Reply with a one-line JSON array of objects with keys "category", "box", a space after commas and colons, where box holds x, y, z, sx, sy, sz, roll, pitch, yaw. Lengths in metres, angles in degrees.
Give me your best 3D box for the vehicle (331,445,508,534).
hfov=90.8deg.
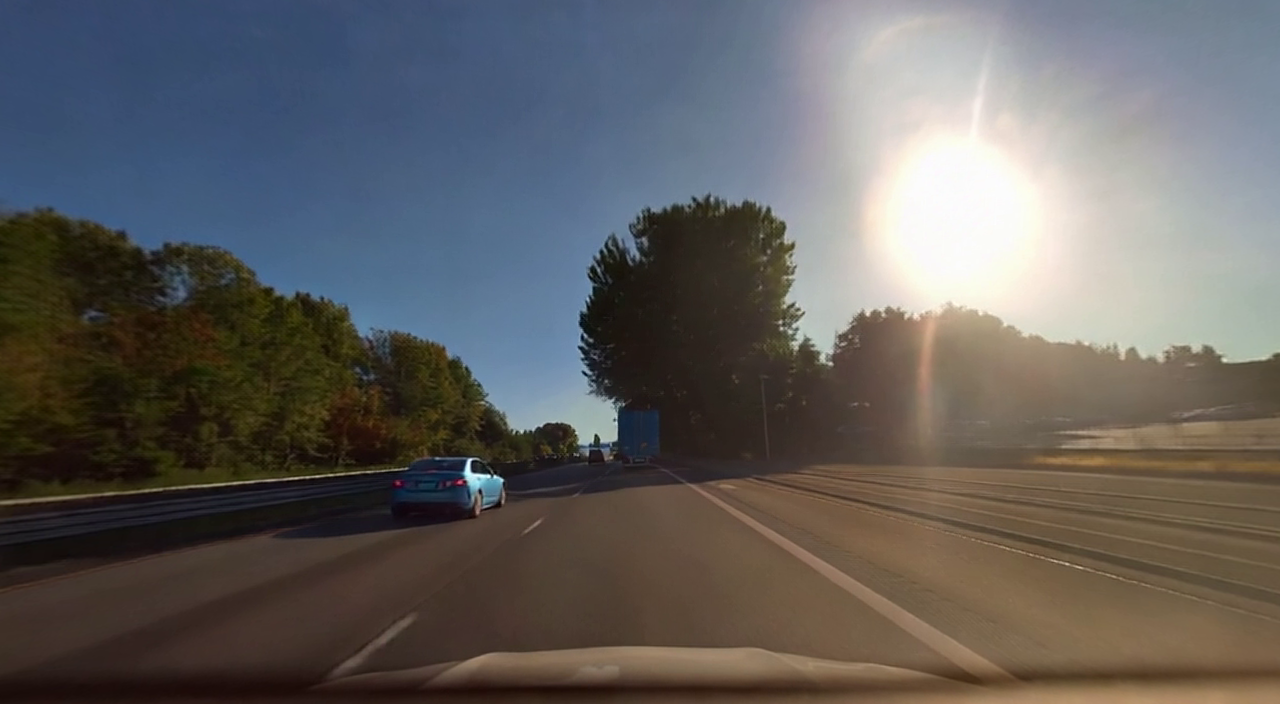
[{"category": "vehicle", "box": [-4.088, 2.609, 12.583, 1.968, 1.460, 4.227, 0, -9, 1]}]
